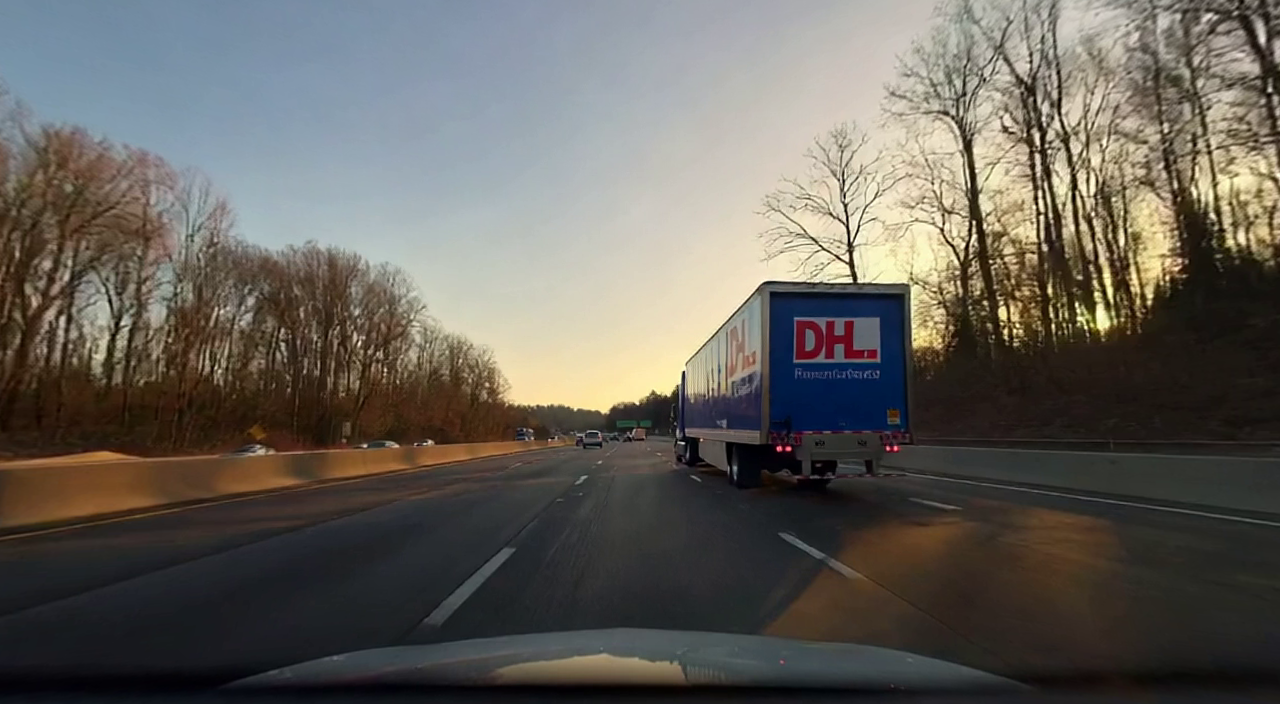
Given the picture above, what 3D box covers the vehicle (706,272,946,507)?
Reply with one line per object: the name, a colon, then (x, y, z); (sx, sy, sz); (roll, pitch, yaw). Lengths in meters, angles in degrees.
vehicle: (3.772, 1.215, 15.730); (3.011, 4.211, 8.926); (0, -8, -1)
